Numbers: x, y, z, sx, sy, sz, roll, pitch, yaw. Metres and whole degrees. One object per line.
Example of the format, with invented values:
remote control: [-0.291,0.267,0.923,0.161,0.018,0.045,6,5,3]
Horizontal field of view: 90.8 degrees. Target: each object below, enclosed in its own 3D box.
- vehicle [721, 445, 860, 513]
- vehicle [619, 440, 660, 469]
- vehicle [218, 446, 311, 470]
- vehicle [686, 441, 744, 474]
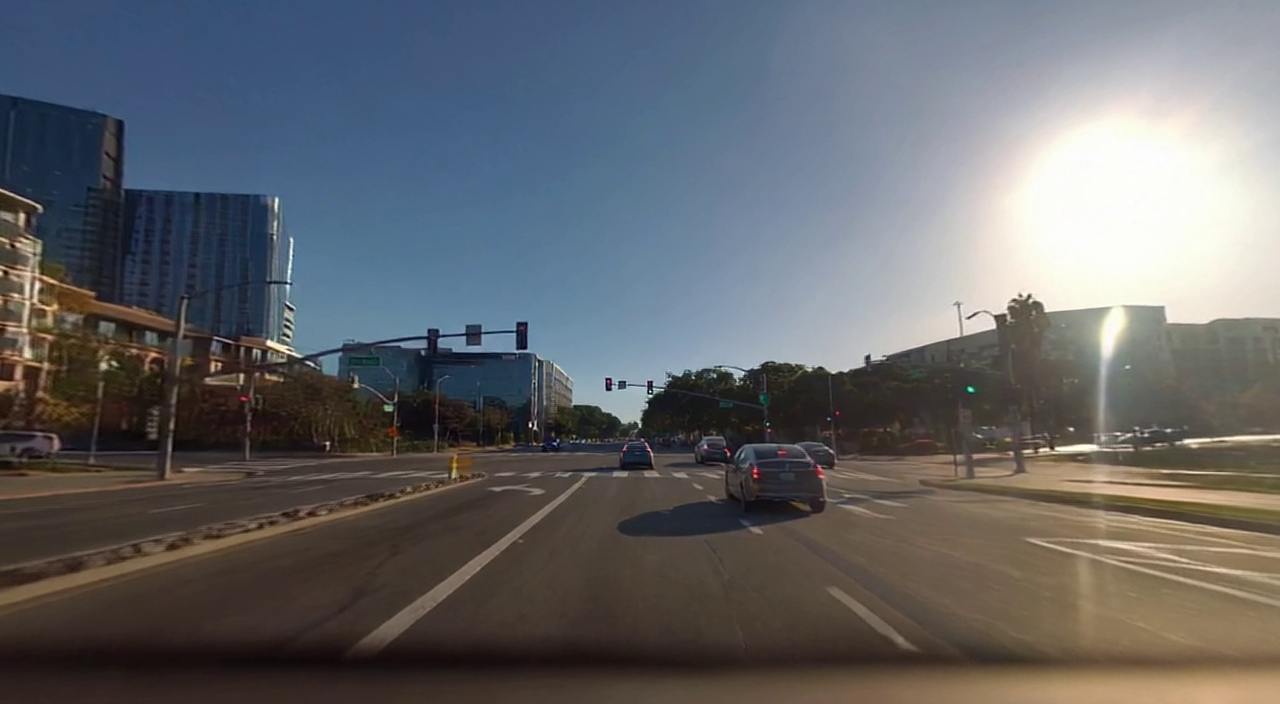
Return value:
vehicle: [3.283,2.861,14.824,2.080,1.321,4.382,0,-8,-2]
vehicle: [-0.043,5.634,34.895,2.143,1.480,4.006,0,-8,-1]
vehicle: [-24.345,6.855,41.053,4.751,1.501,2.147,-1,-9,5]
vehicle: [3.632,5.177,31.380,2.226,1.490,4.593,0,-8,-1]
